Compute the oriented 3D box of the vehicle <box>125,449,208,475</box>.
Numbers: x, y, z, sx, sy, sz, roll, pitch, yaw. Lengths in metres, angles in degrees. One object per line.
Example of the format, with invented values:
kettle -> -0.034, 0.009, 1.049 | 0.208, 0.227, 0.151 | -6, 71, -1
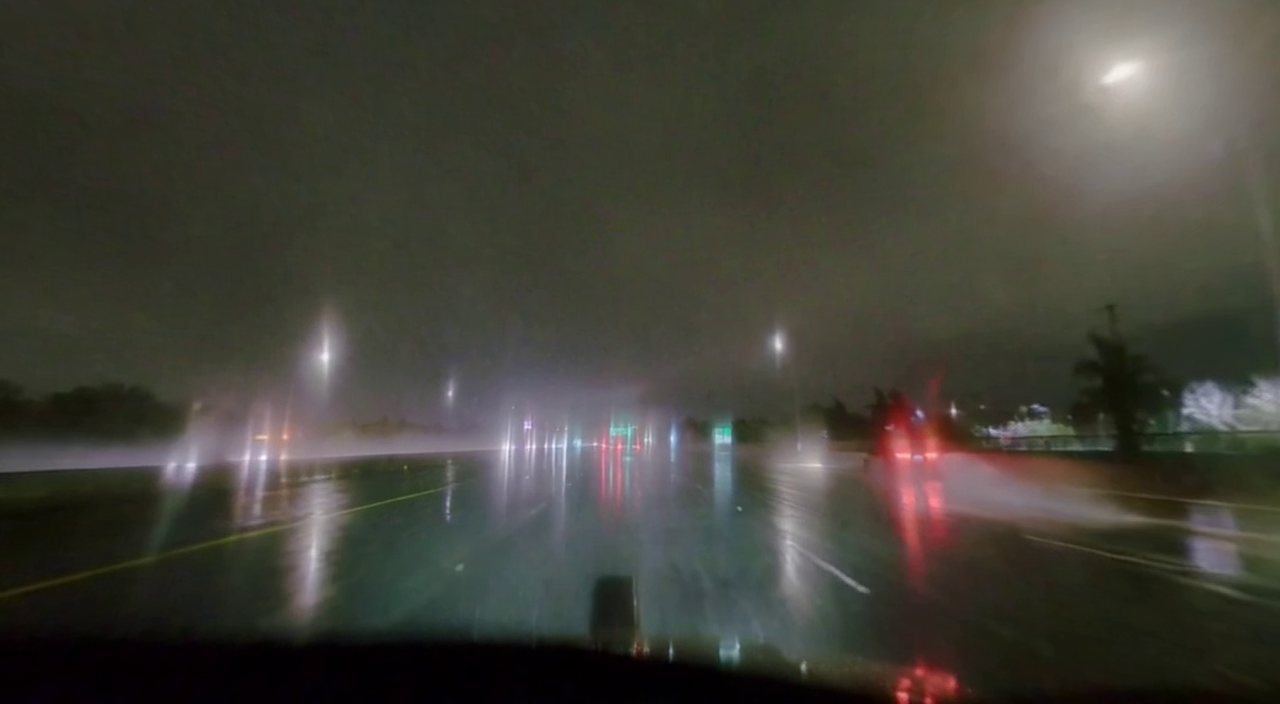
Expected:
vehicle -> -32.048, 7.438, 42.983 | 2.005, 1.638, 4.730 | 0, -9, -1
